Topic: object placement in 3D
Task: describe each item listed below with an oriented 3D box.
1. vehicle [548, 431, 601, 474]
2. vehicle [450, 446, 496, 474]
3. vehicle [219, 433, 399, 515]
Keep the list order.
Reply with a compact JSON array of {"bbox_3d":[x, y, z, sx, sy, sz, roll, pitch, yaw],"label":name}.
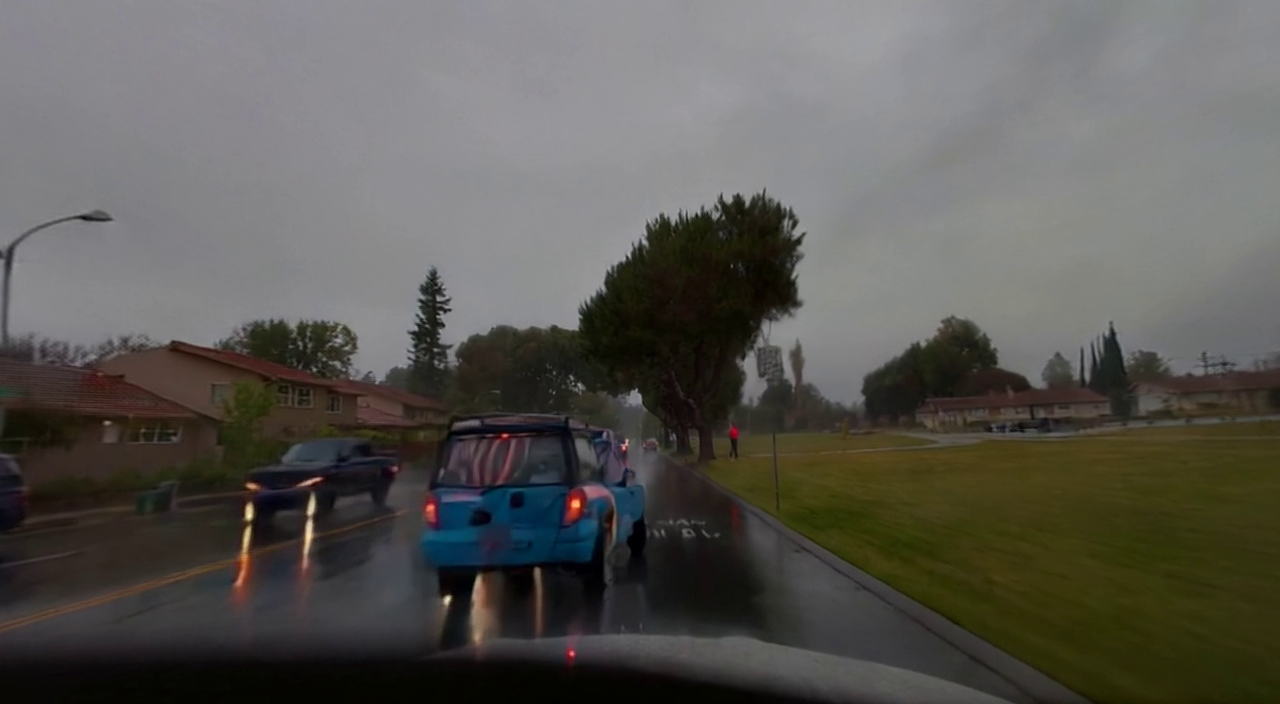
[{"bbox_3d":[-2.932,4.596,28.862,1.908,1.809,4.230,0,-8,1],"label":"vehicle"},{"bbox_3d":[-11.717,7.577,44.311,1.904,1.728,4.997,2,-8,-1],"label":"vehicle"},{"bbox_3d":[-8.755,3.237,17.355,2.060,1.785,5.303,-3,-9,1],"label":"vehicle"}]
